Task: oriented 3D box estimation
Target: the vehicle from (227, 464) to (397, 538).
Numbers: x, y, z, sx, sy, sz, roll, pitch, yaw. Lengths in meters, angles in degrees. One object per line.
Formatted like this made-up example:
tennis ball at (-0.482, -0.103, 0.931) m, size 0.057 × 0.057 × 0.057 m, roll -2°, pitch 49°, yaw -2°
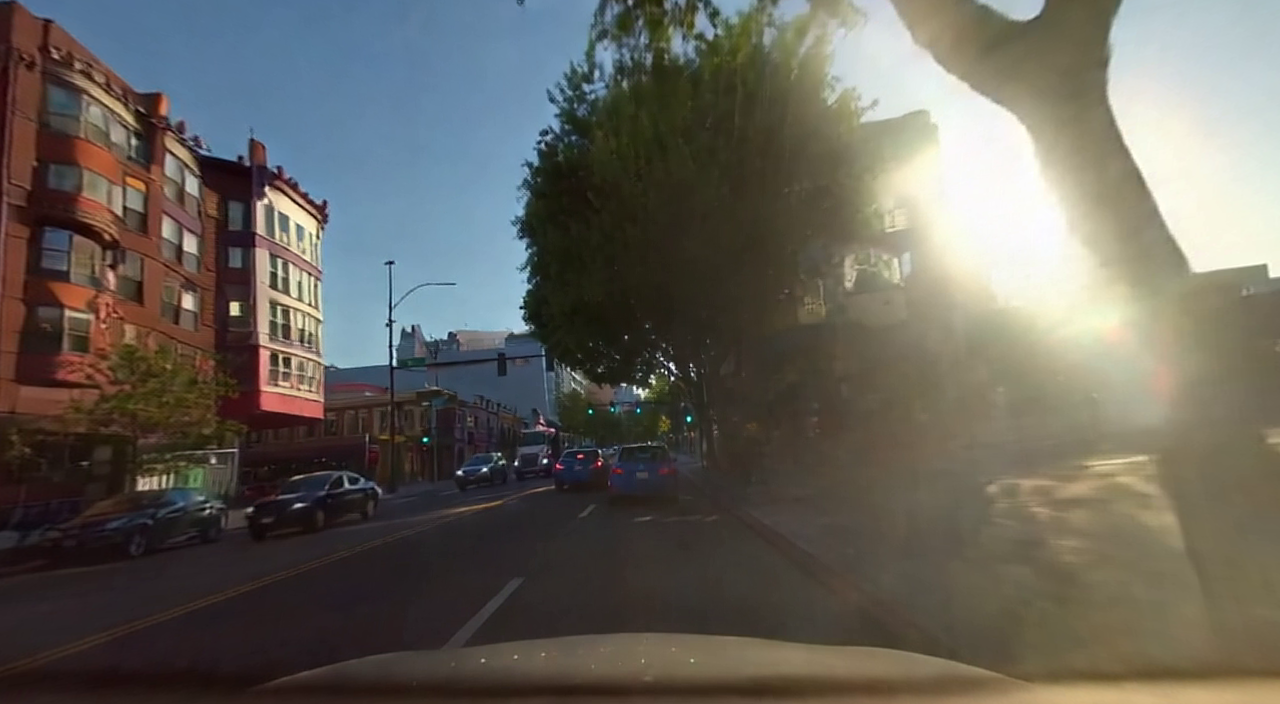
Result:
vehicle at (-8.589, 3.901, 17.112) m, size 2.118 × 1.473 × 4.642 m, roll -3°, pitch -9°, yaw 1°

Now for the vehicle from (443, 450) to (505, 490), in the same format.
vehicle at (-8.793, 6.255, 33.762) m, size 2.067 × 1.820 × 4.509 m, roll -3°, pitch -9°, yaw 1°

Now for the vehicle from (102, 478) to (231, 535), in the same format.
vehicle at (-17.092, 5.567, 22.742) m, size 4.266 × 1.486 × 1.907 m, roll -13°, pitch -15°, yaw 25°

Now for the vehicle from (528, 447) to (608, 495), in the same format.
vehicle at (-2.328, 4.020, 21.751) m, size 2.099 × 1.424 × 4.843 m, roll -1°, pitch -8°, yaw 1°

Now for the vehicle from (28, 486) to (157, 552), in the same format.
vehicle at (-17.437, 5.184, 19.999) m, size 4.584 × 1.504 × 2.124 m, roll -7°, pitch -10°, yaw 37°

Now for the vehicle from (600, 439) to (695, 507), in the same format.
vehicle at (0.185, 2.980, 15.995) m, size 2.094 × 1.478 × 3.922 m, roll 0°, pitch -8°, yaw 1°

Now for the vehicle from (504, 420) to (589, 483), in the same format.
vehicle at (-5.339, 5.906, 37.522) m, size 2.795 × 3.160 × 8.321 m, roll -4°, pitch -9°, yaw 7°
